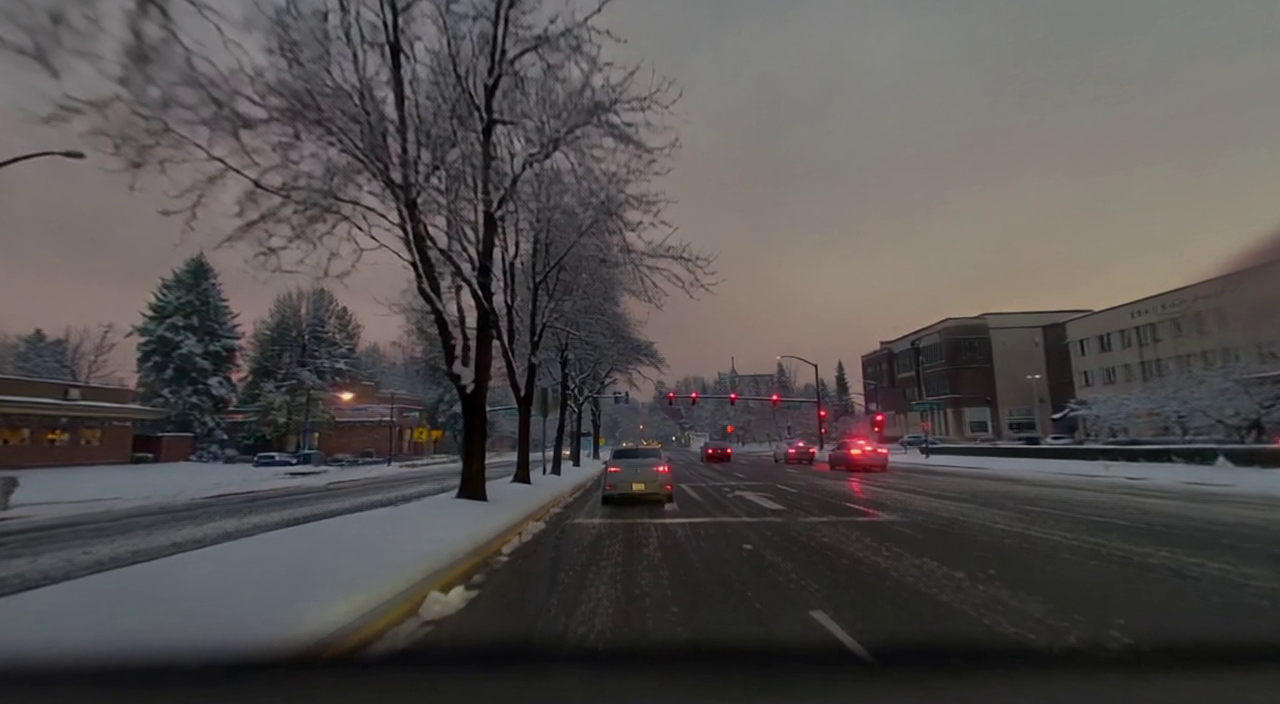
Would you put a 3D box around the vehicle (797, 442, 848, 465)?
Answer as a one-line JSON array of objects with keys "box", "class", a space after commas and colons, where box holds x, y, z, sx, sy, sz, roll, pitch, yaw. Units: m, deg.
[{"box": [12.652, 7.070, 44.145, 2.059, 1.482, 4.568, 0, -9, -1], "class": "vehicle"}]

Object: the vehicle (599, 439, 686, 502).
[{"box": [0.038, 3.106, 17.014, 2.064, 1.477, 3.968, 0, -9, -1], "class": "vehicle"}]
